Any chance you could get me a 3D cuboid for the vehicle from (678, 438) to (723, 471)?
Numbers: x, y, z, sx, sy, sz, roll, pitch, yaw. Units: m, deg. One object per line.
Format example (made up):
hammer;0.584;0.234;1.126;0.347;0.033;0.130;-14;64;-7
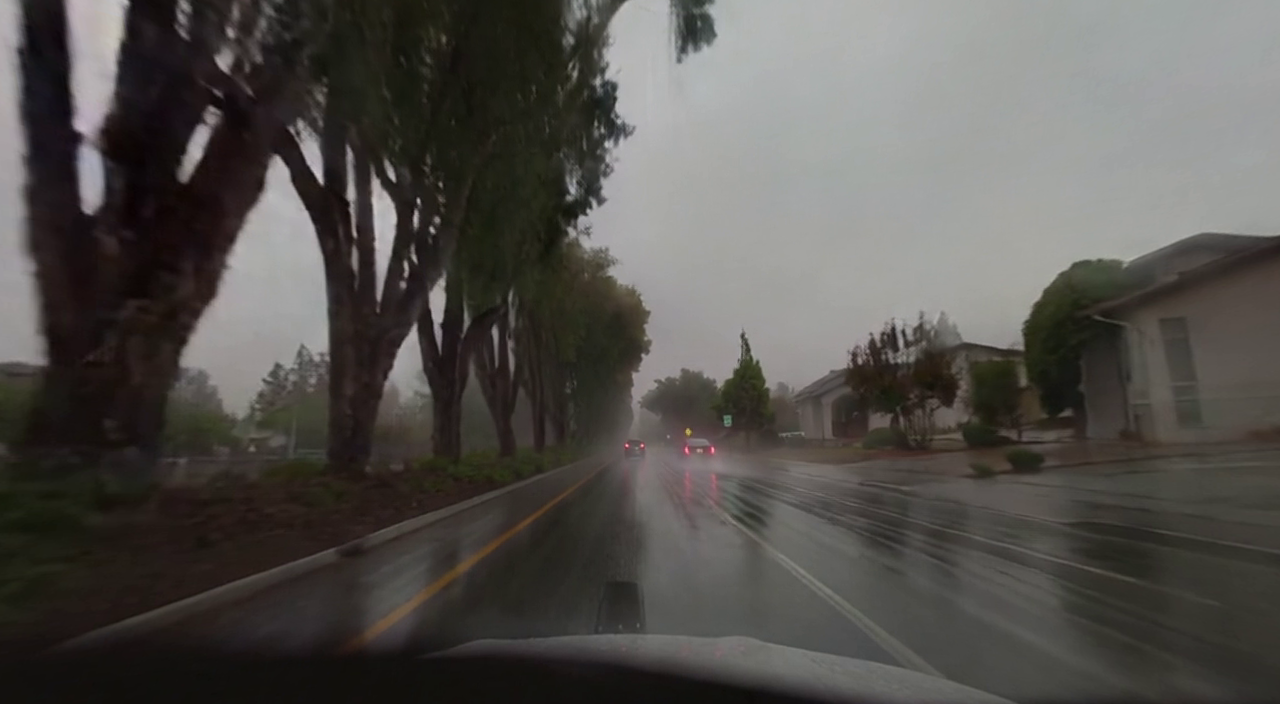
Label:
vehicle;3.168;5.466;33.864;1.888;1.640;4.044;0;-8;-2
